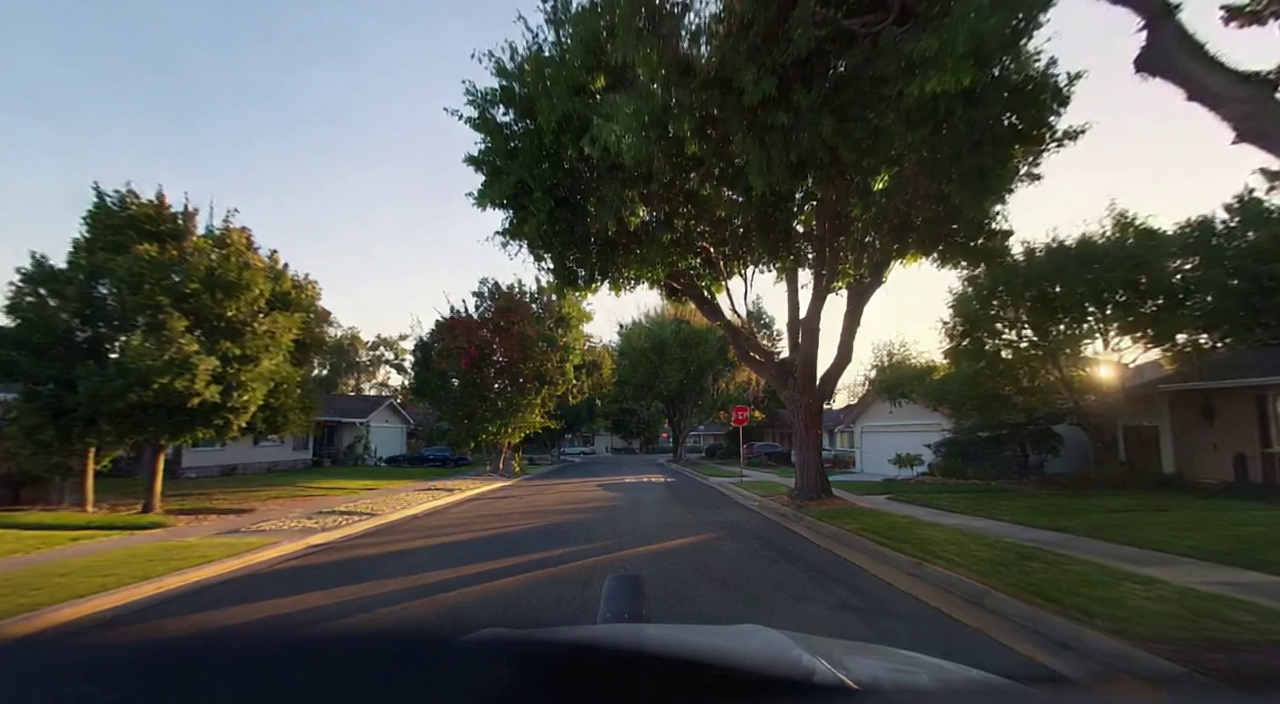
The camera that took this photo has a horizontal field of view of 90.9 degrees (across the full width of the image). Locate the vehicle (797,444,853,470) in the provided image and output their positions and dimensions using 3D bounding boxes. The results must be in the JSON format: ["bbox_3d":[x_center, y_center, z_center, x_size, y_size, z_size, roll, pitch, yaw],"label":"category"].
[{"bbox_3d":[11.716,6.552,39.691,2.004,1.511,4.494,-6,-10,35],"label":"vehicle"}]

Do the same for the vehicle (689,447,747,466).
[{"bbox_3d":[5.990,8.036,48.527,4.229,1.402,1.811,0,-9,0],"label":"vehicle"}]

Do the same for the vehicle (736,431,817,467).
[{"bbox_3d":[9.896,7.005,45.862,5.239,1.933,2.131,-5,-3,-3],"label":"vehicle"}]
